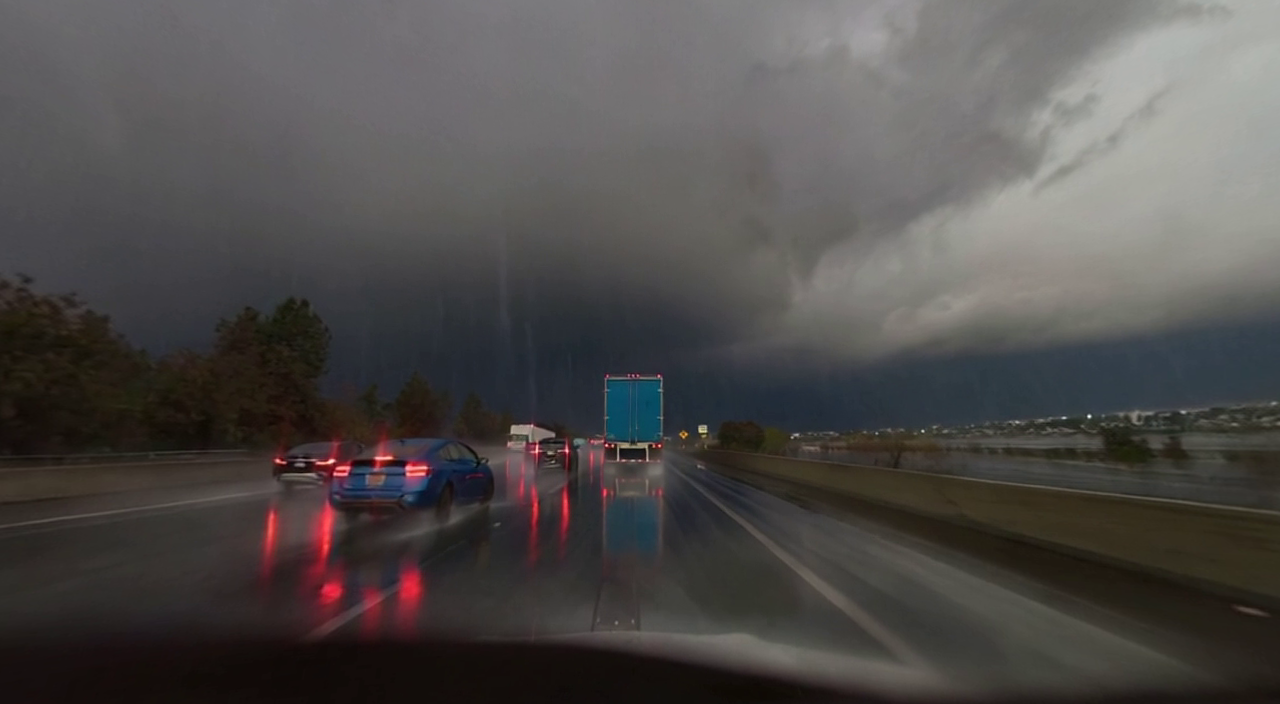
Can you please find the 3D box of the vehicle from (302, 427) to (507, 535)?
[{"bbox_3d":[-3.962,2.226,11.480,2.164,1.582,3.979,0,-8,0],"label":"vehicle"}]

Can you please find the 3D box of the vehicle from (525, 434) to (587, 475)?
[{"bbox_3d":[-3.653,4.548,28.137,2.158,1.680,4.087,0,-8,0],"label":"vehicle"}]

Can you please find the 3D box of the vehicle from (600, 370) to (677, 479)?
[{"bbox_3d":[-0.219,3.499,29.359,2.913,4.113,10.724,0,-8,-2],"label":"vehicle"}]
